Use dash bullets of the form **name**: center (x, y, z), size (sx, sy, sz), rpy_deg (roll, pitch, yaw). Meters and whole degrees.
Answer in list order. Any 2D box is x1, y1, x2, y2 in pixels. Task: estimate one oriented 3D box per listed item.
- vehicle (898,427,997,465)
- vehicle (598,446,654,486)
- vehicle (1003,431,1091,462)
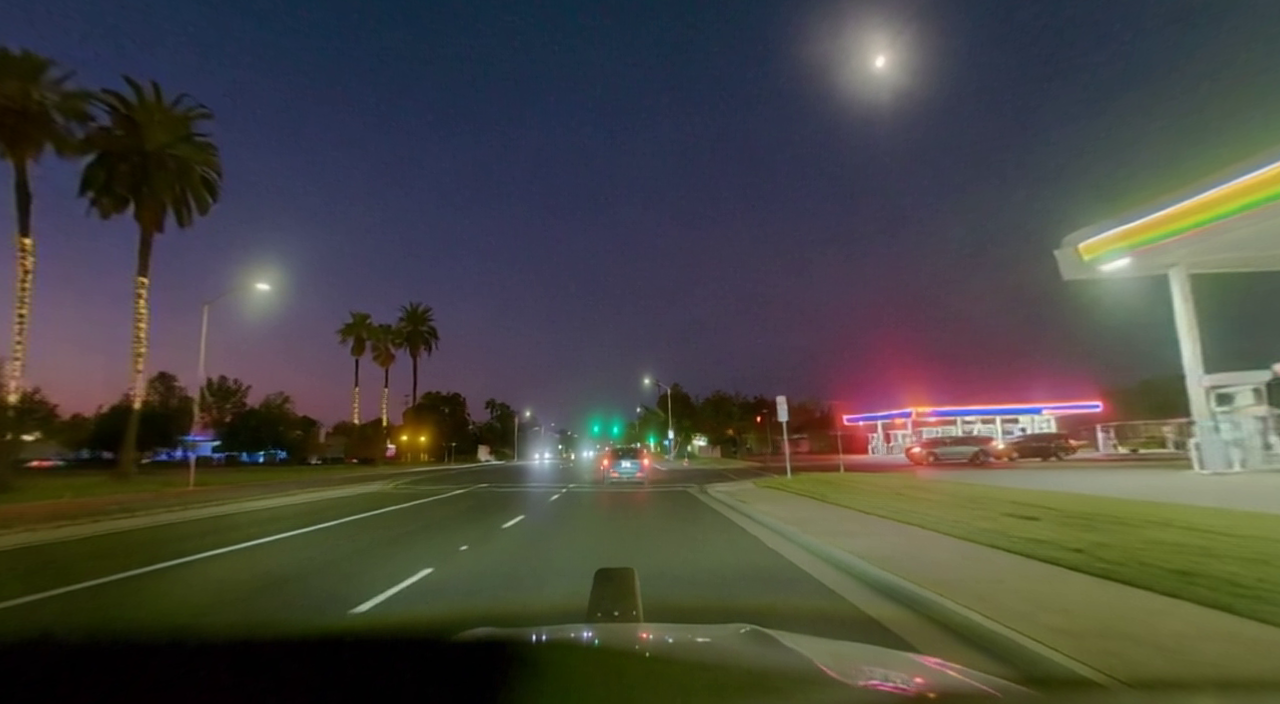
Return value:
- **vehicle**: center (18.536, 5.700, 38.244), size (4.747, 2.178, 2.336), rpy_deg (1, -9, -2)
- **vehicle**: center (-0.545, 4.535, 25.403), size (2.076, 1.486, 4.119), rpy_deg (0, -9, -1)
- **vehicle**: center (24.674, 5.774, 38.417), size (4.025, 1.827, 1.852), rpy_deg (1, -9, -2)
